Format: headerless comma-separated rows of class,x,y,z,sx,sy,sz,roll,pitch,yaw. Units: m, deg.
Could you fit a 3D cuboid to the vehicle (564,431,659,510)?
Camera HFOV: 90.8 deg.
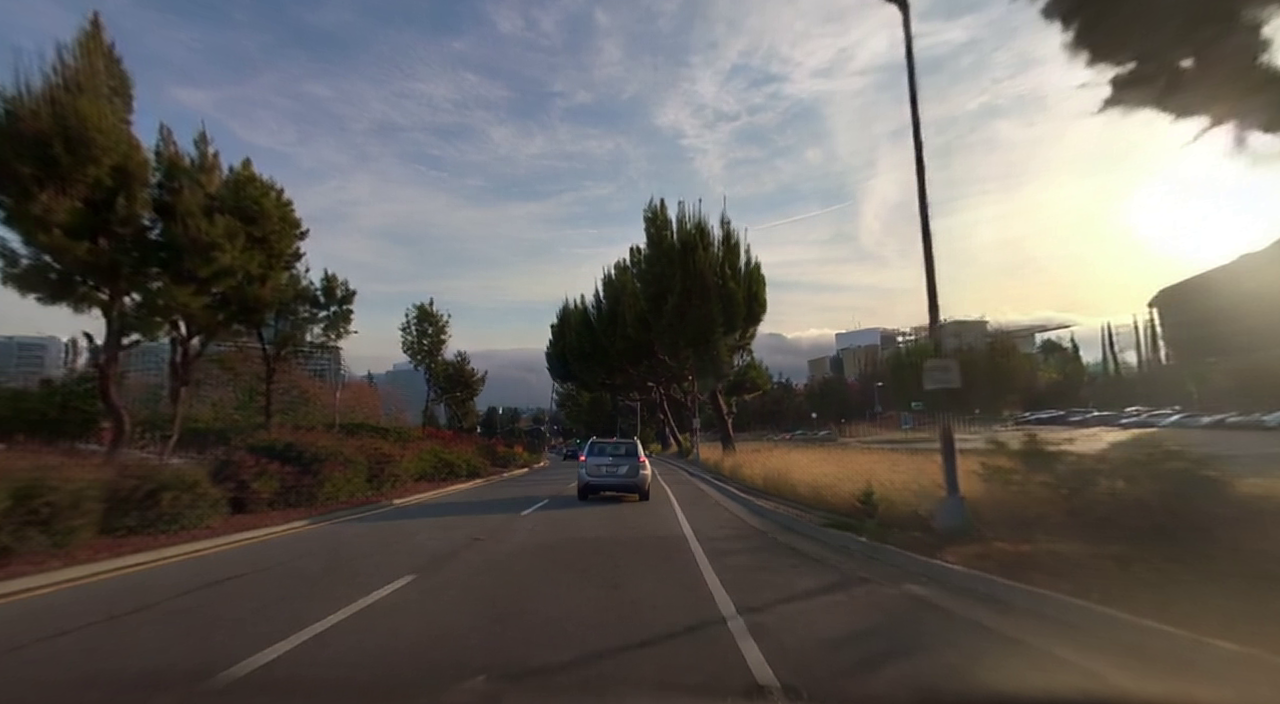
vehicle,-0.659,2.975,16.363,2.131,1.761,4.242,0,-8,0

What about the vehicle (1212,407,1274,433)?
vehicle,42.978,4.907,45.130,2.042,1.634,4.326,-4,-9,29
